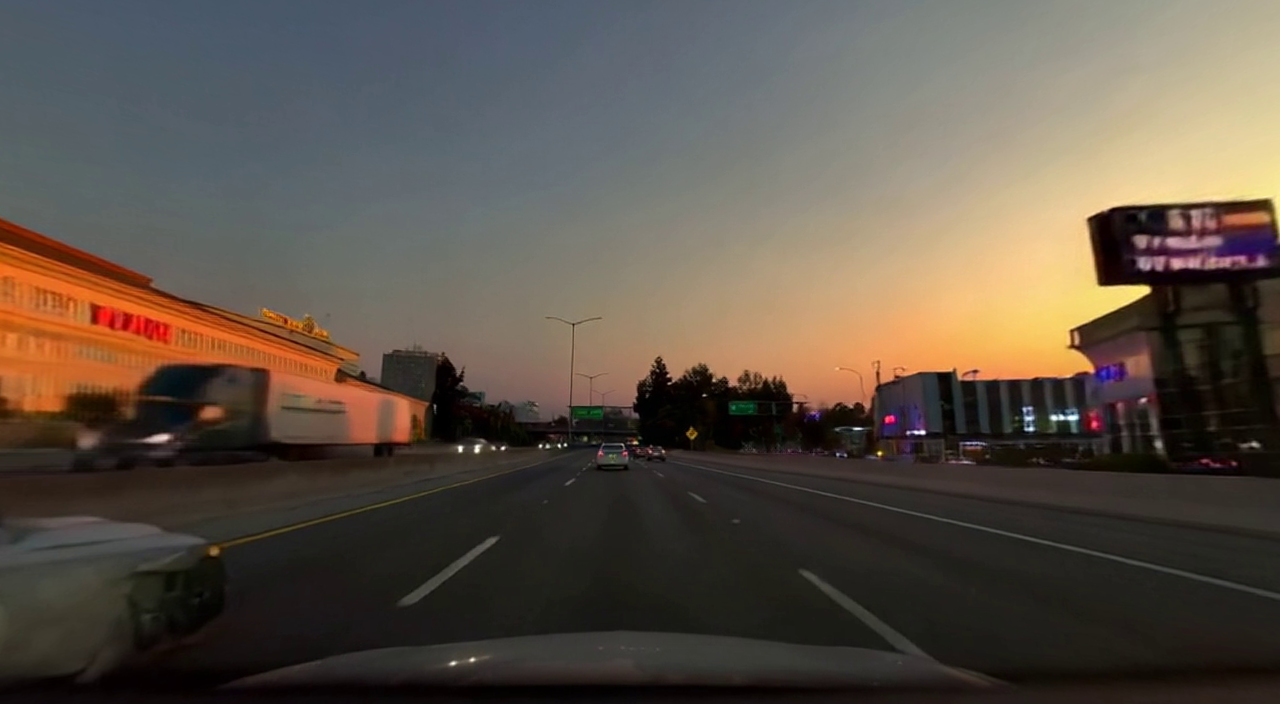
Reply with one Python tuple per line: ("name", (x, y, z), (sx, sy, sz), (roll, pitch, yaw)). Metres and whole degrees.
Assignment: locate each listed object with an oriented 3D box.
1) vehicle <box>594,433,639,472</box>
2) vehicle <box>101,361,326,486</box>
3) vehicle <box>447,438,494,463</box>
("vehicle", (-1.228, 5.273, 33.202), (2.155, 1.856, 4.796), (0, -9, -2))
("vehicle", (-15.697, 2.876, 24.401), (3.062, 4.003, 8.152), (0, -9, -2))
("vehicle", (-12.417, 7.257, 46.600), (2.084, 1.683, 5.021), (0, -9, 0))
